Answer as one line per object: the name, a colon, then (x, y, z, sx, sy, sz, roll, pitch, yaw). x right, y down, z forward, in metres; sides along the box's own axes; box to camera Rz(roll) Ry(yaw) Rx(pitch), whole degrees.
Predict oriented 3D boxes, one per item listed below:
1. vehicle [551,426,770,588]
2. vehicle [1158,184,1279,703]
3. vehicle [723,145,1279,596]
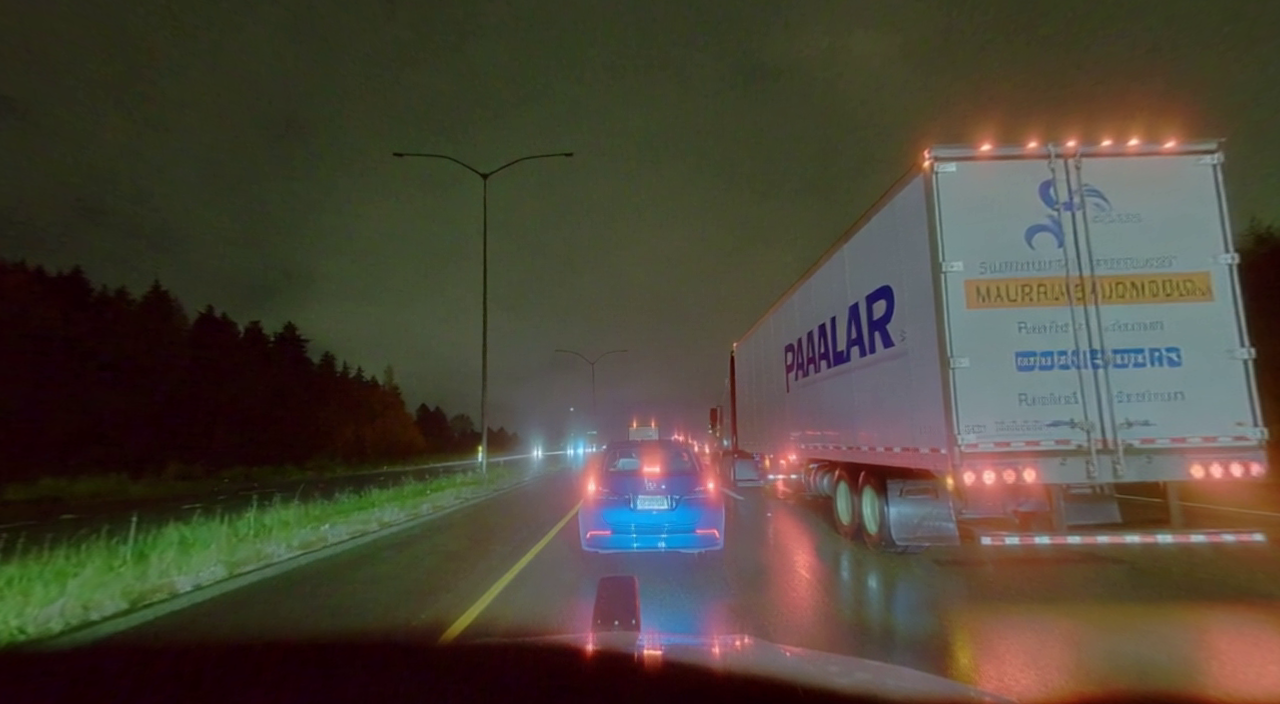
vehicle: (0.180, 1.715, 7.775, 2.045, 1.490, 3.597, -1, -8, 0)
vehicle: (4.741, 0.077, 0.439, 2.892, 2.615, 6.650, 0, -8, -2)
vehicle: (4.219, 1.062, 12.776, 2.827, 4.081, 14.305, 0, -8, -1)
